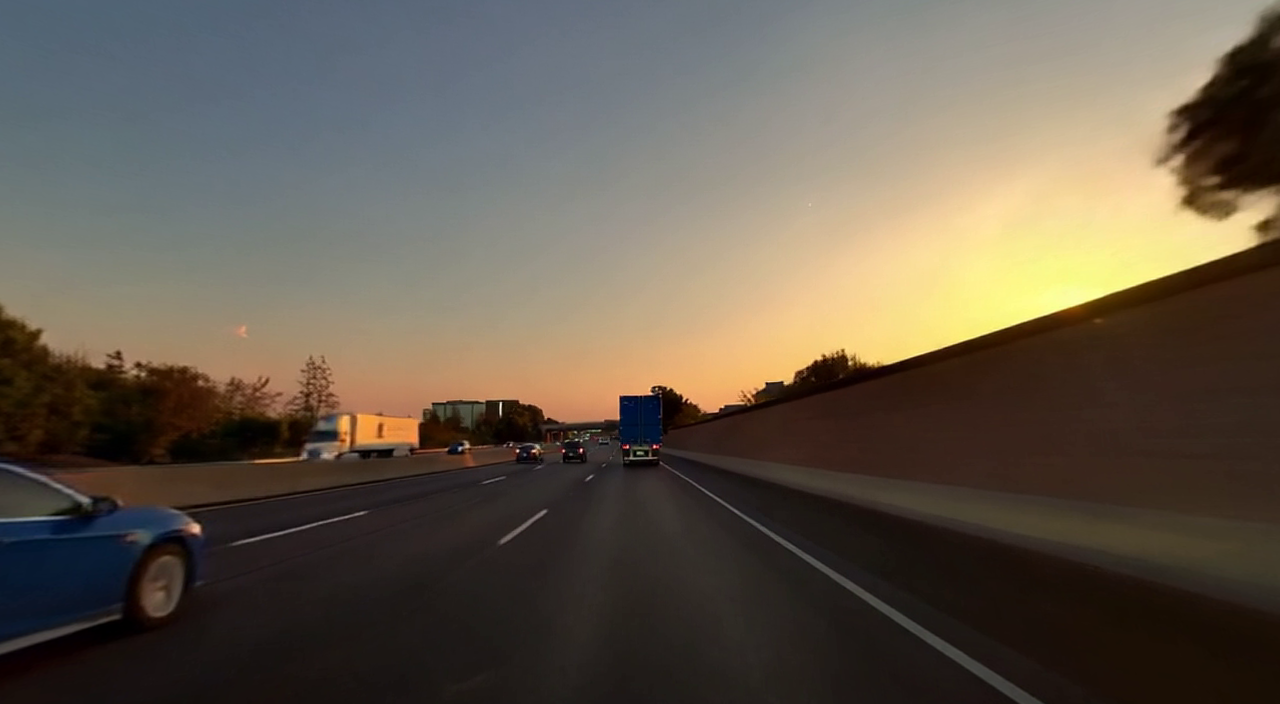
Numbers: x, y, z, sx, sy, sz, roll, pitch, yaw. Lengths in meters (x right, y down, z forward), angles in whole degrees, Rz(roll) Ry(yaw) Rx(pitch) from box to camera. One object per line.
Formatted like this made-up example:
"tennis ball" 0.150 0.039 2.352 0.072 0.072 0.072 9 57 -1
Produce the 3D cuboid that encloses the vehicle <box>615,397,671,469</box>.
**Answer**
"vehicle" 0.124 5.436 41.141 3.123 4.094 10.812 0 -9 0

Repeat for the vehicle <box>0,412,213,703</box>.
"vehicle" -4.264 1.019 2.881 1.895 1.500 3.808 0 -9 0

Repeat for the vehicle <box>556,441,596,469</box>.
"vehicle" -3.810 6.213 38.075 2.006 1.572 4.082 0 -9 0

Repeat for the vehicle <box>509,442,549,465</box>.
"vehicle" -7.820 7.183 44.552 1.968 1.507 4.673 -1 -9 0
